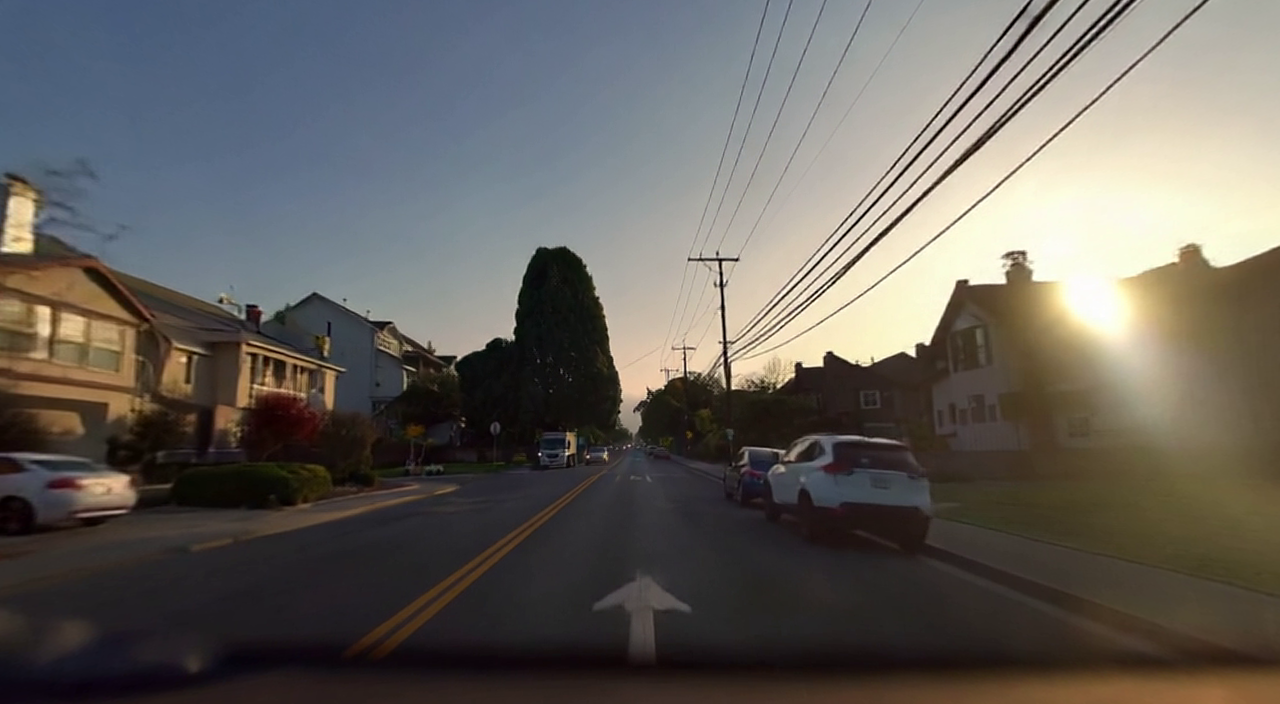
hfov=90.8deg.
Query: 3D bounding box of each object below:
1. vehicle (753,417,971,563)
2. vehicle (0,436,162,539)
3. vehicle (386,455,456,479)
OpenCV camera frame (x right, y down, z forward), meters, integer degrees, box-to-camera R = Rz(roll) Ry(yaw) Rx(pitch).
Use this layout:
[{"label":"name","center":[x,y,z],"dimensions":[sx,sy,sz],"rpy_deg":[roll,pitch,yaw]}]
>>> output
[{"label":"vehicle","center":[3.107,2.001,9.851],"dimensions":[1.945,1.792,3.903],"rpy_deg":[0,-9,0]},{"label":"vehicle","center":[-11.747,2.391,11.460],"dimensions":[4.480,1.665,1.930],"rpy_deg":[0,-9,-1]},{"label":"vehicle","center":[-15.254,8.003,44.127],"dimensions":[4.204,1.626,1.874],"rpy_deg":[1,-9,-5]}]
